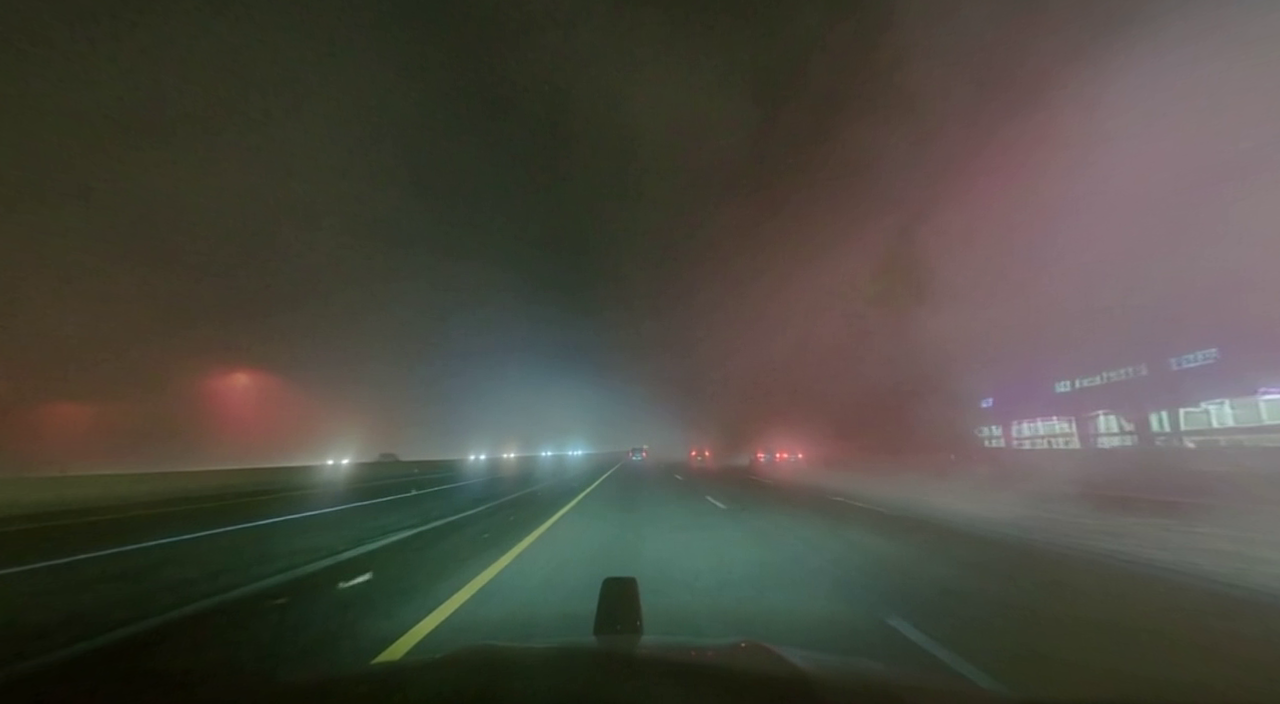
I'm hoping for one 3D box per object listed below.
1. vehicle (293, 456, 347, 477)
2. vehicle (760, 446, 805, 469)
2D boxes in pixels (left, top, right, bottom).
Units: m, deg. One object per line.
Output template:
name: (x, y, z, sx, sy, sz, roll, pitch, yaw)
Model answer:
vehicle: (-25.235, 9.047, 49.987, 1.899, 1.473, 4.724, 0, -9, -1)
vehicle: (9.901, 7.339, 44.230, 1.953, 1.473, 4.512, 0, -8, -3)
